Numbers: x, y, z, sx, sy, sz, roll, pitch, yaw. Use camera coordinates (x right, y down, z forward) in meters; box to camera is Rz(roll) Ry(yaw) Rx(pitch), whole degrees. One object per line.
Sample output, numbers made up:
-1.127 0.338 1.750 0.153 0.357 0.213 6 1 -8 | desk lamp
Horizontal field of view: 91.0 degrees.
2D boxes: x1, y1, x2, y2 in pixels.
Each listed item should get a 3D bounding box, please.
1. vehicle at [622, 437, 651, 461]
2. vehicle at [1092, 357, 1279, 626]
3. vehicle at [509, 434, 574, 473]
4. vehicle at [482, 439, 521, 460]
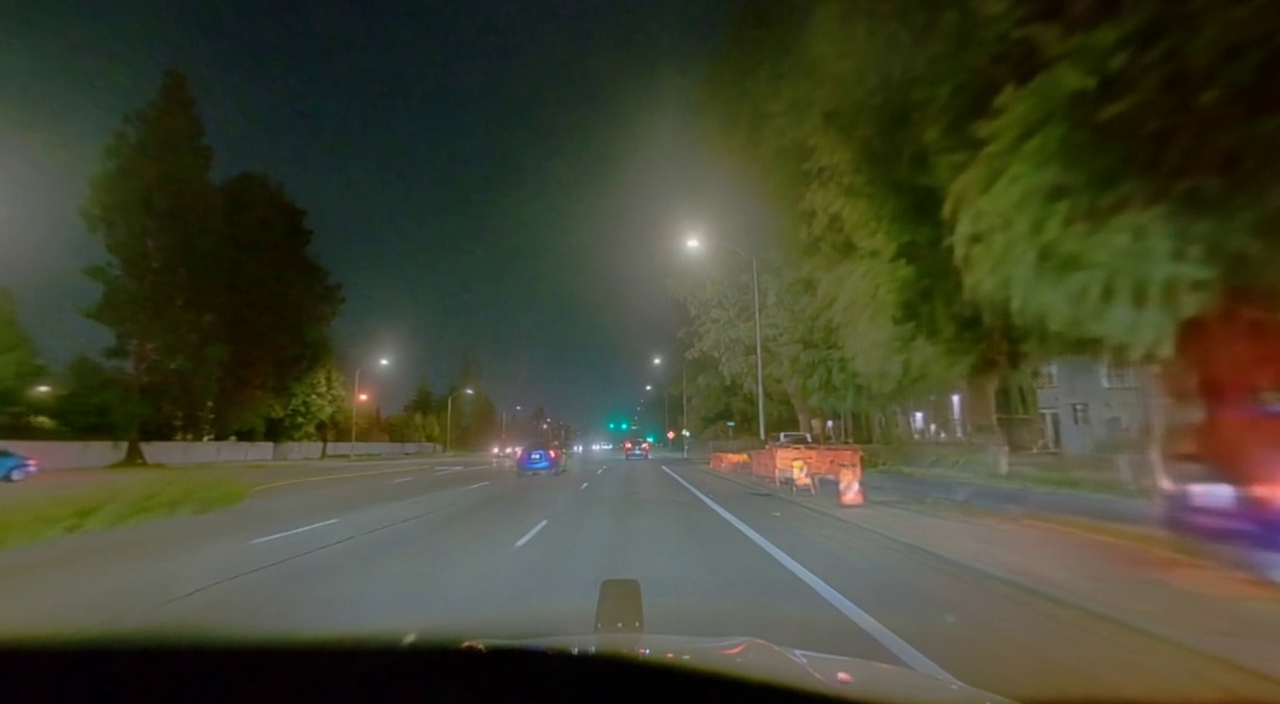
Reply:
-0.246 7.372 48.054 2.135 1.711 4.124 0 -8 0 | vehicle
6.484 1.013 4.699 4.447 1.754 2.182 0 -8 4 | vehicle
-4.578 4.808 30.023 2.198 1.663 4.519 0 -8 2 | vehicle
-10.707 7.569 49.058 2.009 1.541 4.753 0 -8 -1 | vehicle
